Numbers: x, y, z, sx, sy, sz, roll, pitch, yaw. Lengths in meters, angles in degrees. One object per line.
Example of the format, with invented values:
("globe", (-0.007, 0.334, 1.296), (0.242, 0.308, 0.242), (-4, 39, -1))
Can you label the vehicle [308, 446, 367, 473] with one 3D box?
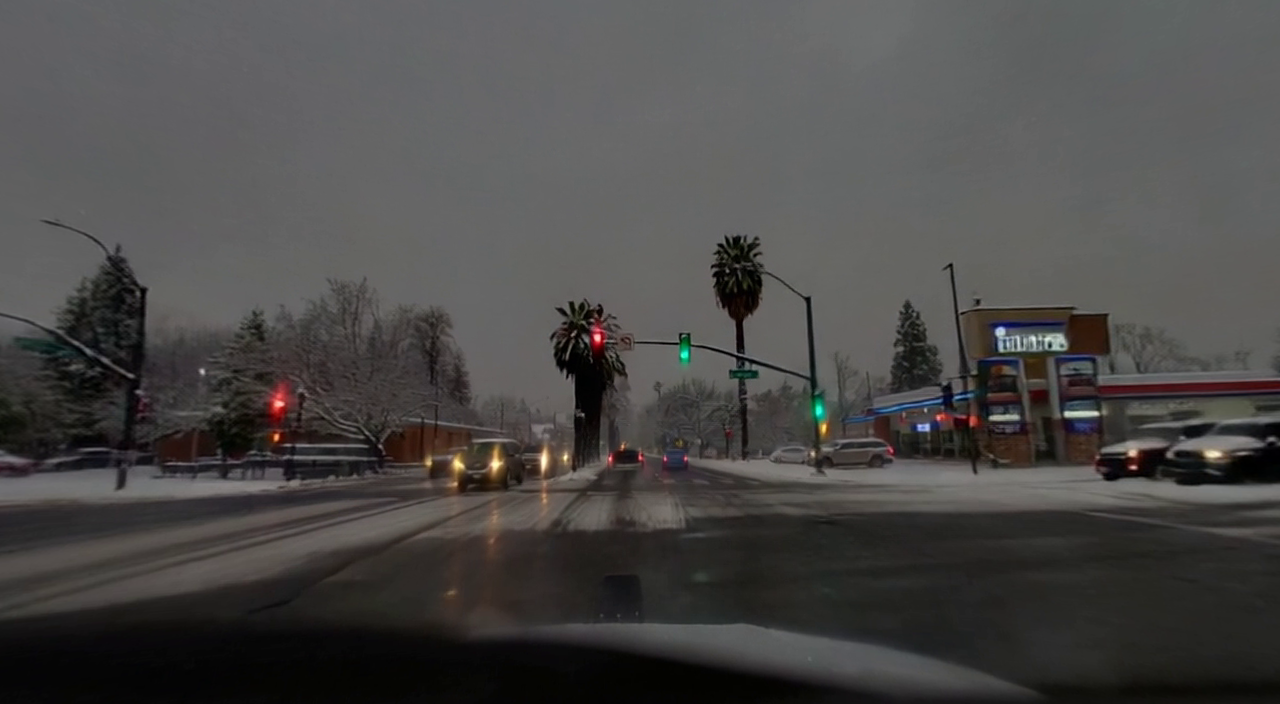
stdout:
("vehicle", (-22.020, 7.835, 46.302), (2.061, 1.816, 4.979), (0, -9, -3))

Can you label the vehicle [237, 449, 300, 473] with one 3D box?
("vehicle", (-27.277, 8.017, 46.618), (1.969, 1.627, 4.508), (0, -9, -2))

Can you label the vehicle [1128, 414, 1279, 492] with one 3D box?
("vehicle", (17.107, 2.774, 17.555), (5.173, 1.976, 2.223), (0, -9, 0))

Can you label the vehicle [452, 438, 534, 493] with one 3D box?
("vehicle", (-5.259, 4.068, 23.257), (2.032, 1.747, 4.479), (-2, -8, -1))

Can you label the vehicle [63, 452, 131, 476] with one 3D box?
("vehicle", (-40.325, 8.284, 47.113), (1.791, 1.696, 3.791), (0, -9, -3))

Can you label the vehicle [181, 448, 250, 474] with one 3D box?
("vehicle", (-31.093, 7.989, 46.539), (2.009, 1.790, 4.501), (0, -9, -2))

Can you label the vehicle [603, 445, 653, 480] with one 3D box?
("vehicle", (-0.569, 5.124, 29.686), (2.160, 1.508, 4.319), (0, -9, -1))

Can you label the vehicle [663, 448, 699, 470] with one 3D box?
("vehicle", (2.766, 7.348, 43.666), (2.060, 1.471, 4.168), (0, -9, -2))

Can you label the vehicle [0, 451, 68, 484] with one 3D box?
("vehicle", (-33.838, 6.179, 33.966), (1.913, 1.638, 4.553), (0, -9, 0))

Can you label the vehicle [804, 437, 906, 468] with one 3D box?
("vehicle", (13.665, 6.406, 40.440), (5.718, 1.911, 2.088), (0, -9, -2))

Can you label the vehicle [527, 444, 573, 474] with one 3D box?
("vehicle", (-5.326, 6.397, 38.031), (2.060, 1.643, 4.359), (0, -9, 1))
